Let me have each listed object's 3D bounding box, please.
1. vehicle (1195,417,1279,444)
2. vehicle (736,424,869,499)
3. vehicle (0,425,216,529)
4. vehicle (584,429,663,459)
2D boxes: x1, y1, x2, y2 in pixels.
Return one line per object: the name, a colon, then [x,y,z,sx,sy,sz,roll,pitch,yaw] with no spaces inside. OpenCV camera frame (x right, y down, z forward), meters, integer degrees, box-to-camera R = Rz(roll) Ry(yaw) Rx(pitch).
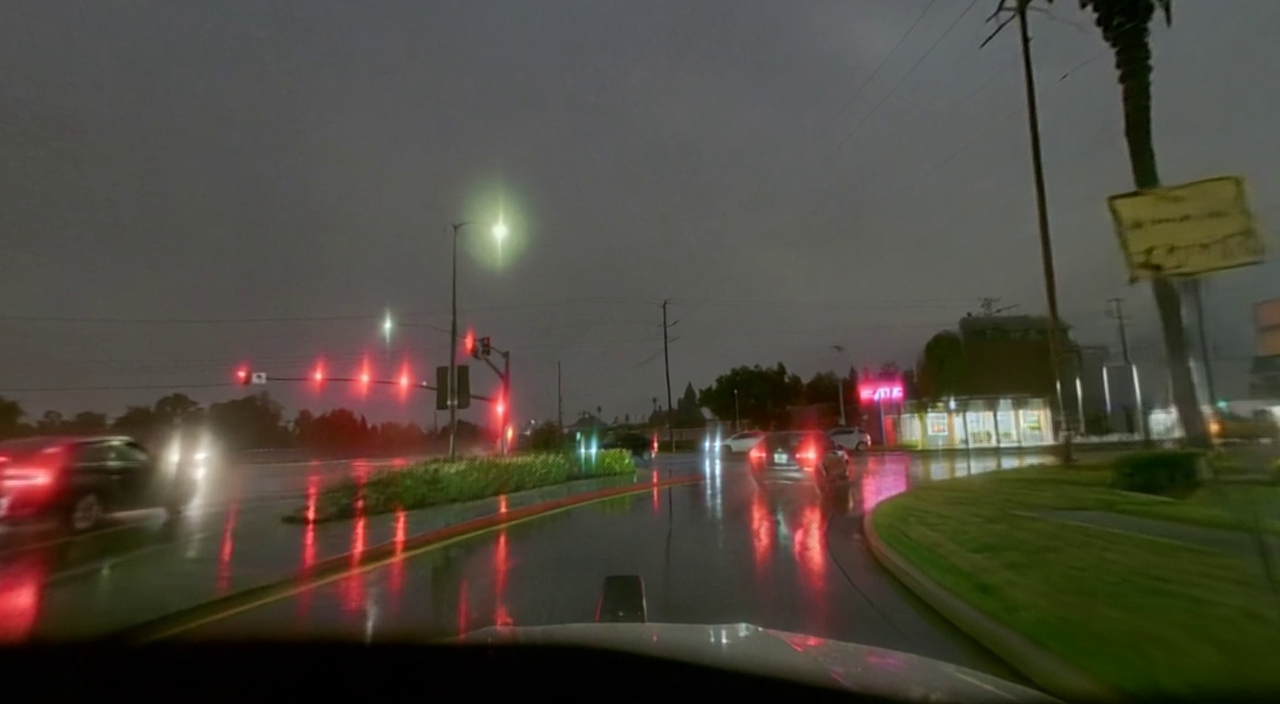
vehicle: [37.466,4.875,39.023,4.458,1.589,2.044,1,-7,-3]
vehicle: [4.103,2.601,15.349,2.070,1.493,4.570,-4,-10,27]
vehicle: [-9.904,2.145,11.348,1.912,1.487,4.471,1,-9,-7]
vehicle: [-1.081,5.806,39.939,4.757,1.633,1.932,0,-8,-11]
